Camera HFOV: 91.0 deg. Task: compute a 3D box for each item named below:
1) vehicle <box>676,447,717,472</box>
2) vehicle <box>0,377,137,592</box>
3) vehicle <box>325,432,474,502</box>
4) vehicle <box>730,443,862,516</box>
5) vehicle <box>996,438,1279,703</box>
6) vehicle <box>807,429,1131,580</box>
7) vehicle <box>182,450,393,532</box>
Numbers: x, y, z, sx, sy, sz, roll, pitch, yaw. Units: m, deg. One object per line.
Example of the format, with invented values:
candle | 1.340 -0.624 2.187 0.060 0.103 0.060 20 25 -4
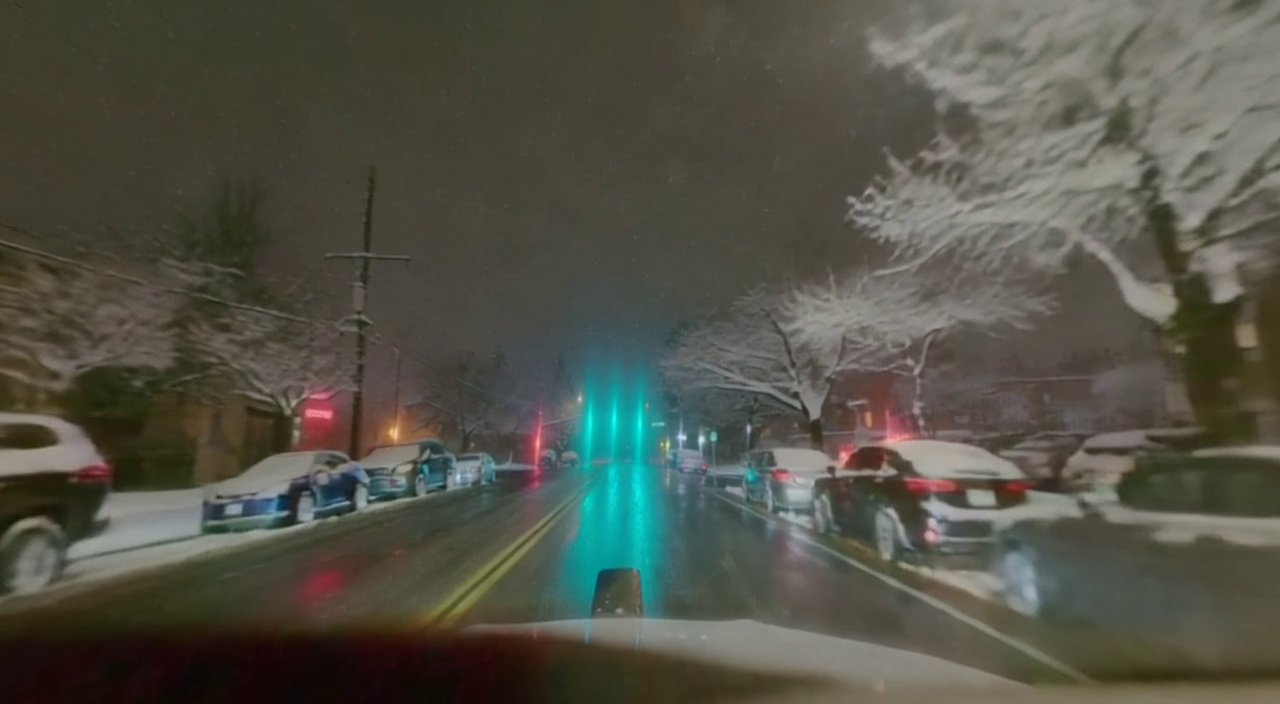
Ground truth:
vehicle | 3.460 6.734 39.602 2.005 1.466 4.767 0 -9 -1
vehicle | -7.577 1.208 5.413 2.146 2.167 5.339 0 -9 -2
vehicle | -7.622 3.709 20.873 2.613 1.959 5.843 0 -9 0
vehicle | 3.525 2.962 15.231 2.033 1.467 4.471 0 -9 0
vehicle | 4.032 1.137 3.013 2.090 1.435 4.376 0 -9 0
vehicle | 4.055 1.929 8.942 1.854 1.537 4.759 0 -9 -3
vehicle | -7.568 2.995 14.254 2.057 1.486 4.759 0 -9 0
